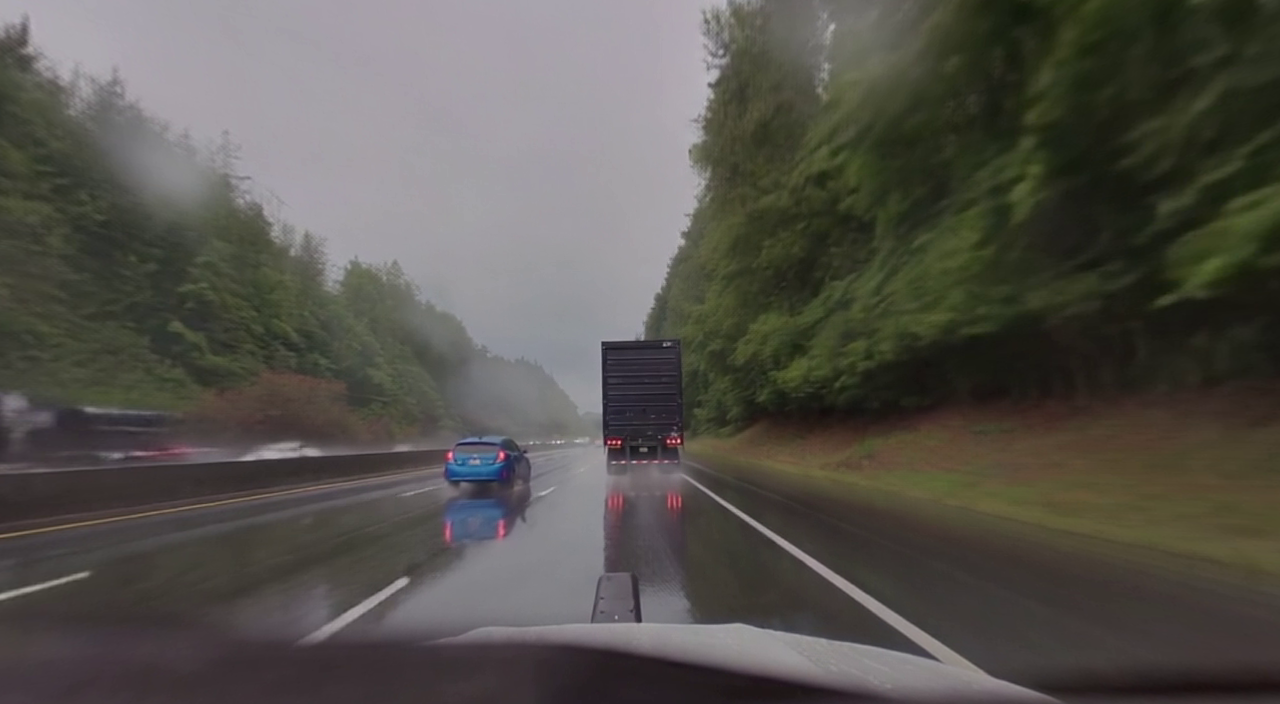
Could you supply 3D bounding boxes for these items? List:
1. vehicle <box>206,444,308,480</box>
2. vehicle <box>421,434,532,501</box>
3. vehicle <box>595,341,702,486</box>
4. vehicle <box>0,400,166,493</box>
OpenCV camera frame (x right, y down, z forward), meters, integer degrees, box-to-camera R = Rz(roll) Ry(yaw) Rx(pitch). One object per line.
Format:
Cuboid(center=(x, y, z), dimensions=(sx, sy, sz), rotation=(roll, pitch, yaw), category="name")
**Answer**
Cuboid(center=(-16.745, 4.797, 27.805), dimensions=(1.874, 1.450, 4.289), rotation=(0, -8, -2), category="vehicle")
Cuboid(center=(-4.199, 3.016, 16.893), dimensions=(1.854, 1.530, 4.268), rotation=(0, -8, 0), category="vehicle")
Cuboid(center=(0.117, 2.505, 23.562), dimensions=(3.073, 4.196, 10.546), rotation=(0, -8, -1), category="vehicle")
Cuboid(center=(-24.439, 3.849, 25.717), dimensions=(2.814, 3.292, 9.552), rotation=(0, -8, -1), category="vehicle")
